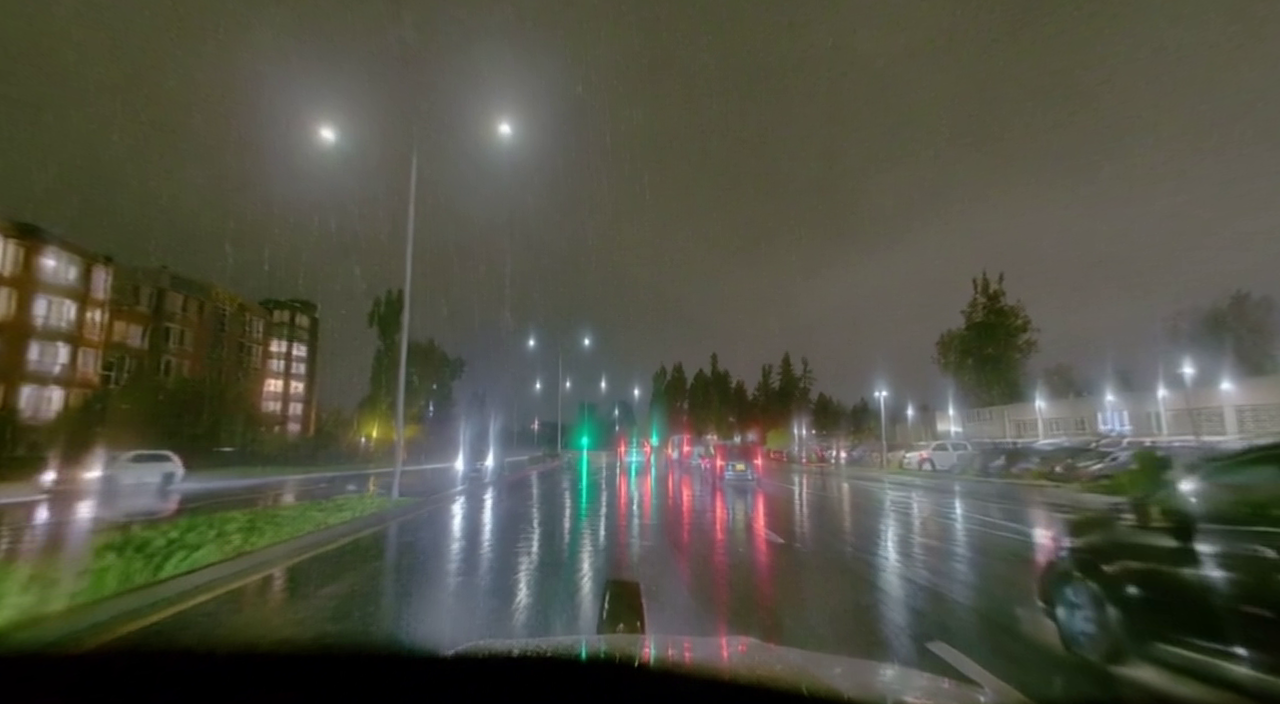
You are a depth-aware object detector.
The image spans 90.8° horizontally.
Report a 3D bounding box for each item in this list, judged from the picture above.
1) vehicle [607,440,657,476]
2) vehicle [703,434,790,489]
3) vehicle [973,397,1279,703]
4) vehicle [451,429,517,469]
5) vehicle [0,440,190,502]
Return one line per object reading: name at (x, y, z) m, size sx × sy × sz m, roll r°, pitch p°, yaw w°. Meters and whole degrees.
vehicle at (-0.390, 4.751, 28.559) m, size 2.095 × 1.456 × 3.873 m, roll 0°, pitch -8°, yaw -1°
vehicle at (3.437, 3.628, 21.293) m, size 2.041 × 1.611 × 4.426 m, roll 0°, pitch -8°, yaw -1°
vehicle at (3.531, 0.923, 2.390) m, size 1.953 × 1.514 × 4.672 m, roll 0°, pitch -8°, yaw 0°
vehicle at (-8.776, 5.543, 36.230) m, size 2.285 × 2.106 × 5.836 m, roll 0°, pitch -8°, yaw 0°
vehicle at (-16.159, 3.507, 19.097) m, size 1.920 × 1.635 × 4.261 m, roll 0°, pitch -8°, yaw 0°
